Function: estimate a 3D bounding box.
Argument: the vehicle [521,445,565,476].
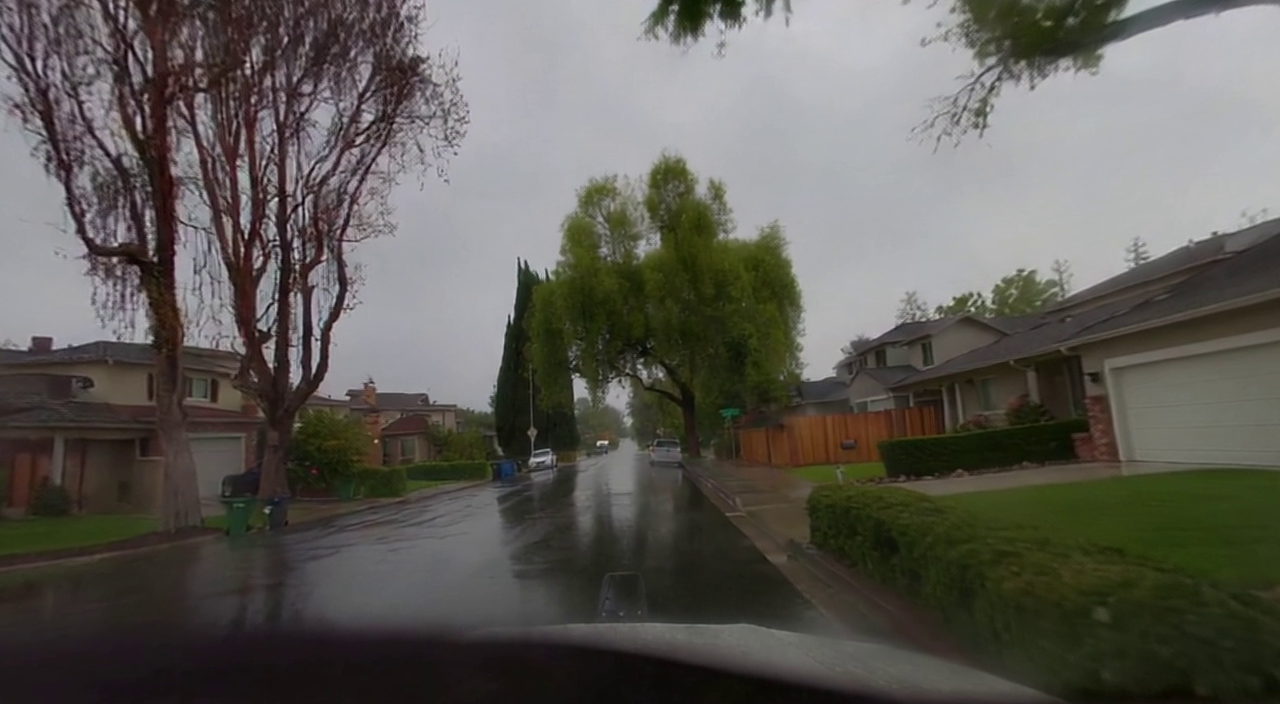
[{"bbox_3d":[-6.830,7.665,44.876,2.208,1.834,4.675,-5,-9,0],"label":"vehicle"}]

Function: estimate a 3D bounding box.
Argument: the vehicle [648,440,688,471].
[{"bbox_3d":[1.477,5.705,34.832,2.005,1.553,3.984,-1,-9,-1],"label":"vehicle"}]

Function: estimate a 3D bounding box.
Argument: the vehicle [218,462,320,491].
[{"bbox_3d":[-20.109,6.766,34.394,4.404,1.495,1.844,-1,-8,3],"label":"vehicle"}]
